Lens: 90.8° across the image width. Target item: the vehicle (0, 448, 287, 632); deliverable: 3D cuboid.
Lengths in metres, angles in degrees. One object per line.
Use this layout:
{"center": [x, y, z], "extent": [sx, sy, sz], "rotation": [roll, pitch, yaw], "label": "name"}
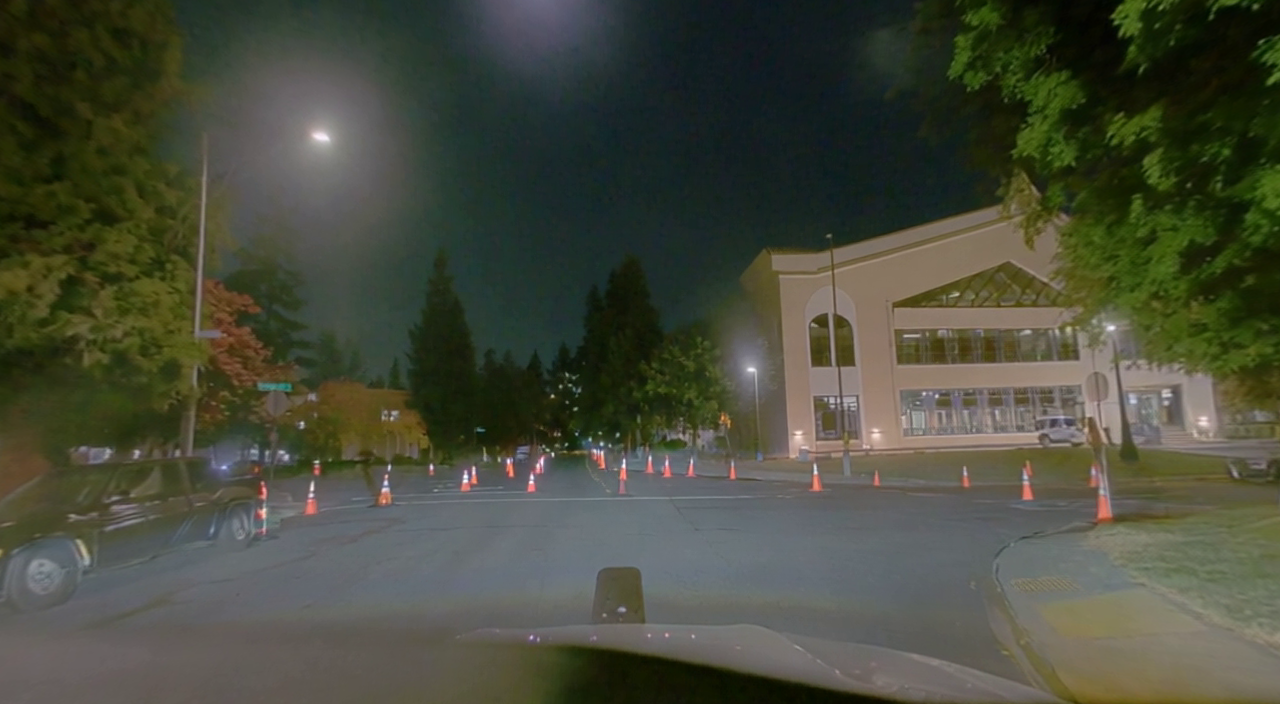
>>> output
{"center": [-7.602, 2.001, 7.463], "extent": [2.961, 1.701, 7.563], "rotation": [1, -9, -4], "label": "vehicle"}
